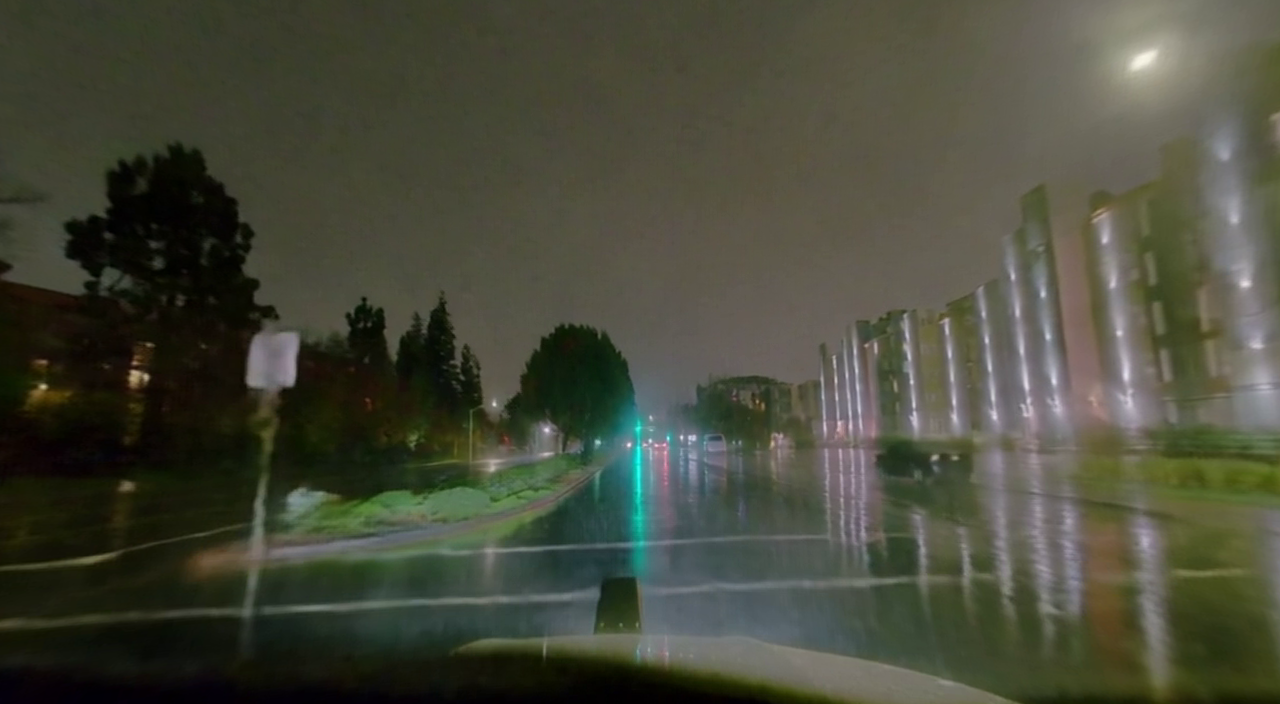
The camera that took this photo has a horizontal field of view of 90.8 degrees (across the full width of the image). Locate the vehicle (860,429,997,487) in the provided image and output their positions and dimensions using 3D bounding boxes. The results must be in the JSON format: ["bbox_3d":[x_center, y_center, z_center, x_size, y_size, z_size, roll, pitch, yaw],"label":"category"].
[{"bbox_3d":[9.765,3.633,21.969,2.065,1.732,5.036,0,-8,-4],"label":"vehicle"}]
